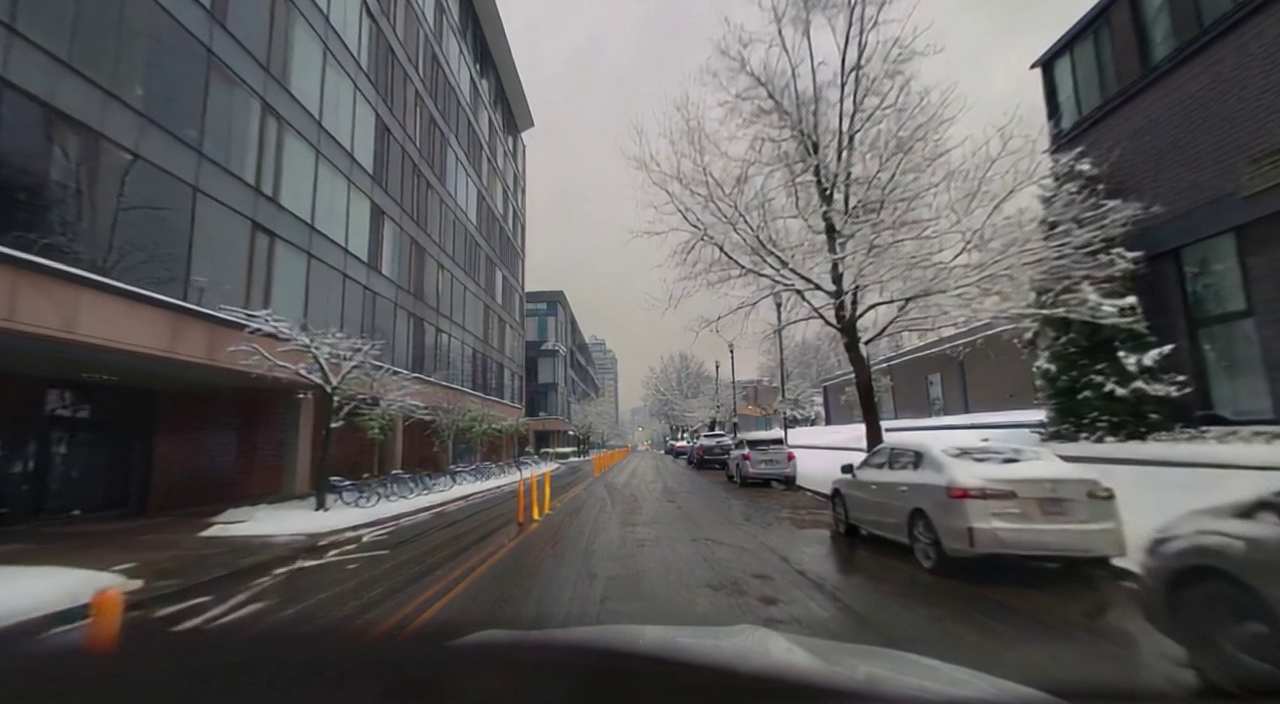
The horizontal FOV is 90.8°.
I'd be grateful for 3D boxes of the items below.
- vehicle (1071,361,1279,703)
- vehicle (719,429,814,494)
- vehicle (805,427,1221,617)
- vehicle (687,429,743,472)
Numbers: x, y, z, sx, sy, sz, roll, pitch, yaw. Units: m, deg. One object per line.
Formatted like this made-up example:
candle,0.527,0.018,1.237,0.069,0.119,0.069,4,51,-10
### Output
vehicle,3.793,0.727,1.796,1.918,1.674,4.464,-1,-8,0
vehicle,3.813,3.389,19.881,1.999,1.769,4.191,-1,-8,-2
vehicle,3.729,1.754,7.725,1.926,1.509,4.985,-1,-8,-2
vehicle,3.522,4.733,30.541,2.127,1.864,4.892,0,-8,1
